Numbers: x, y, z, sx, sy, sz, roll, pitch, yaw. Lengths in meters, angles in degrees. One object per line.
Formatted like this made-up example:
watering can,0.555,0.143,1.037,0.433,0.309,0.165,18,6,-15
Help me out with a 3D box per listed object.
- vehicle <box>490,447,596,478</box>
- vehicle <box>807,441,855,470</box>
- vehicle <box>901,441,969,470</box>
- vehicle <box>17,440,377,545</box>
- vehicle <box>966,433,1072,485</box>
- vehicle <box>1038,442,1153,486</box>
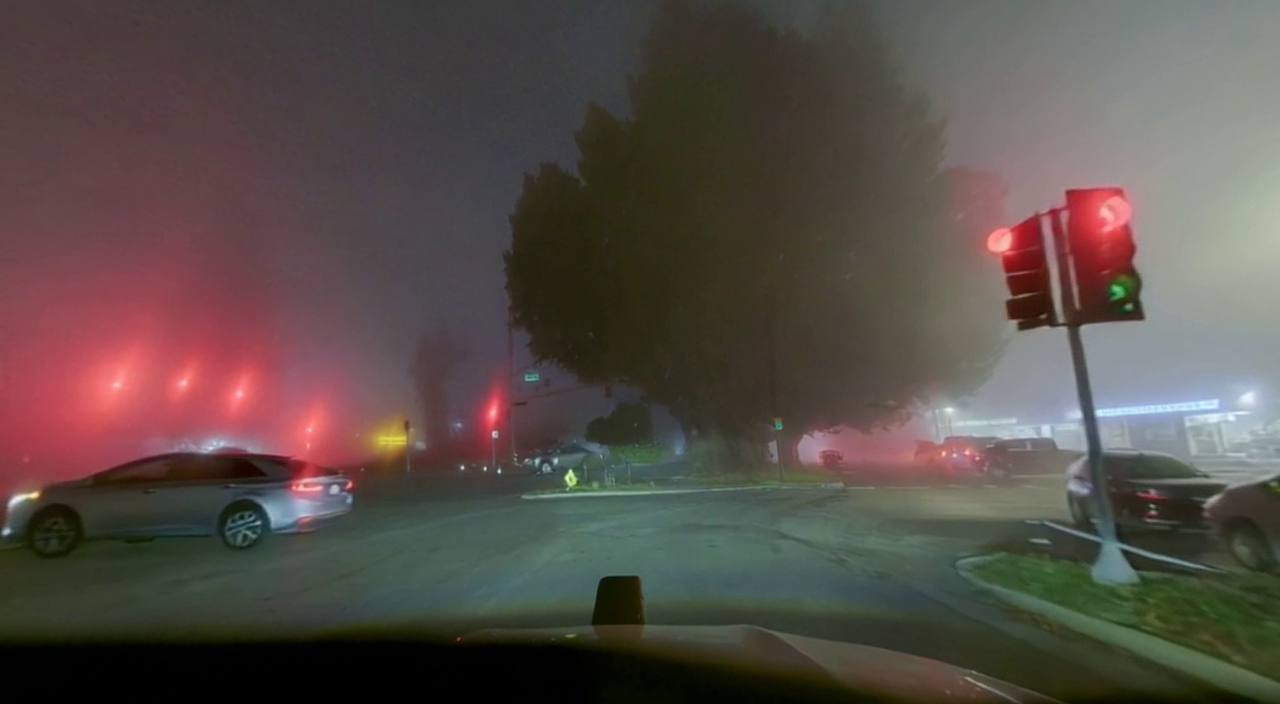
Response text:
vehicle,-4.832,5.500,31.723,4.792,1.468,2.116,-2,-9,13
vehicle,10.864,5.887,36.278,2.061,1.519,4.794,-2,-8,10
vehicle,15.975,5.611,34.471,1.951,1.491,4.359,-1,-8,6
vehicle,-6.794,2.158,10.048,4.376,1.476,1.791,0,-8,2
vehicle,13.444,3.803,22.736,1.921,1.657,4.400,-2,-9,13
vehicle,15.834,3.889,22.235,1.936,1.391,3.874,-2,-9,15
